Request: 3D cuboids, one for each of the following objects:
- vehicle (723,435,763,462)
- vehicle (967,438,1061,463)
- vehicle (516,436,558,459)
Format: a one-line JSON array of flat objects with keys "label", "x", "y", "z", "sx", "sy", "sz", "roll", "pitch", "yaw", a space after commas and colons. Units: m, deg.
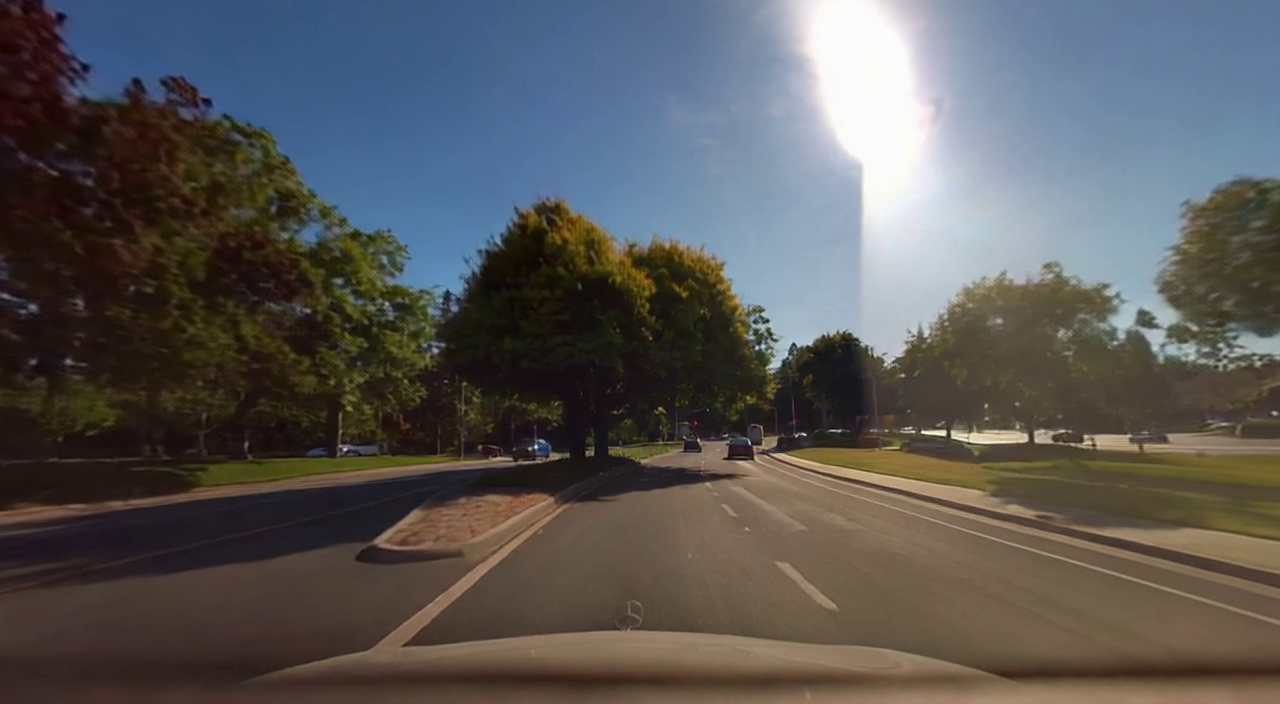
[{"label": "vehicle", "x": 5.975, "y": 5.626, "z": 36.927, "sx": 1.989, "sy": 1.497, "sz": 4.436, "roll": -1, "pitch": -8, "yaw": 5}, {"label": "vehicle", "x": 23.269, "y": 6.125, "z": 39.390, "sx": 4.322, "sy": 1.467, "sz": 2.457, "roll": 0, "pitch": -8, "yaw": -1}, {"label": "vehicle", "x": -8.049, "y": 7.520, "z": 49.730, "sx": 1.969, "sy": 1.755, "sz": 4.518, "roll": -1, "pitch": -8, "yaw": 9}]
